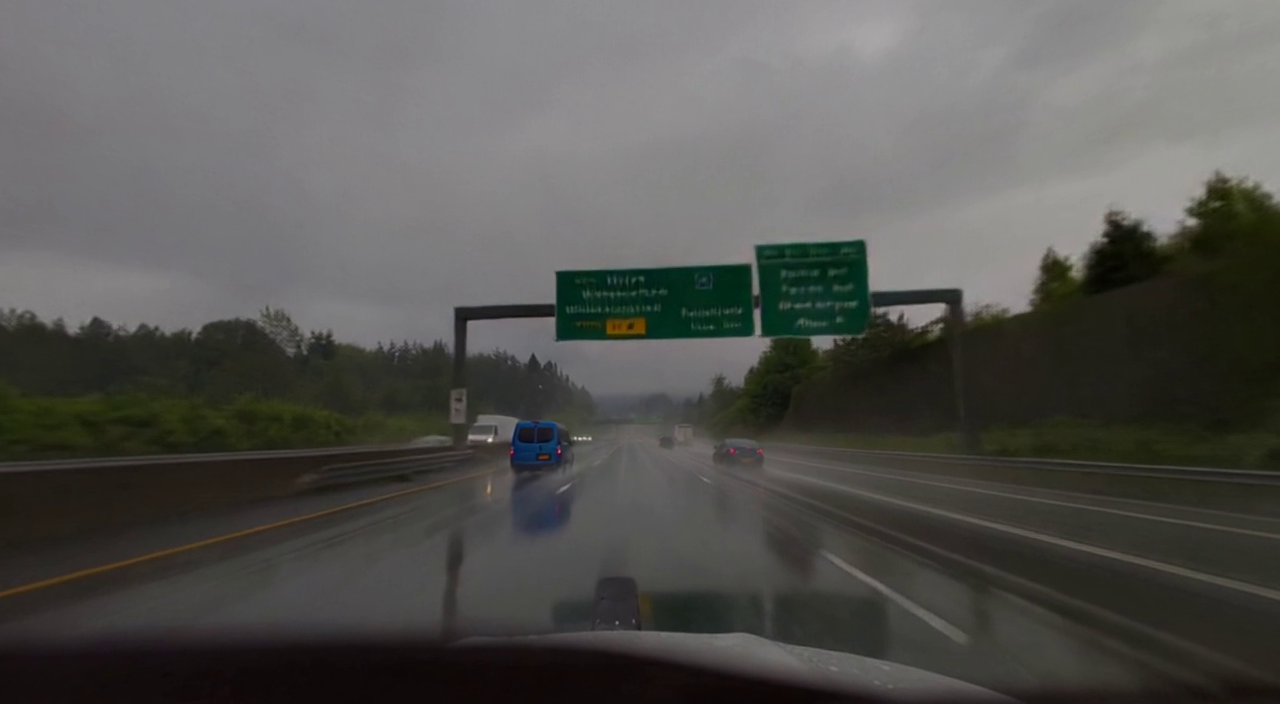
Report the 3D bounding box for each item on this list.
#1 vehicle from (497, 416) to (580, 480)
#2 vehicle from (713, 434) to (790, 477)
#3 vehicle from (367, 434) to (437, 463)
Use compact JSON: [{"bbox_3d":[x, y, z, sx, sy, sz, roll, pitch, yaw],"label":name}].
[{"bbox_3d":[-3.543,3.454,23.082,2.275,2.053,5.082,0,-8,-1],"label":"vehicle"},{"bbox_3d":[4.002,3.764,23.322,2.020,1.464,3.803,0,-8,-2],"label":"vehicle"},{"bbox_3d":[-12.833,5.221,34.365,2.056,1.486,4.535,0,-8,0],"label":"vehicle"}]
